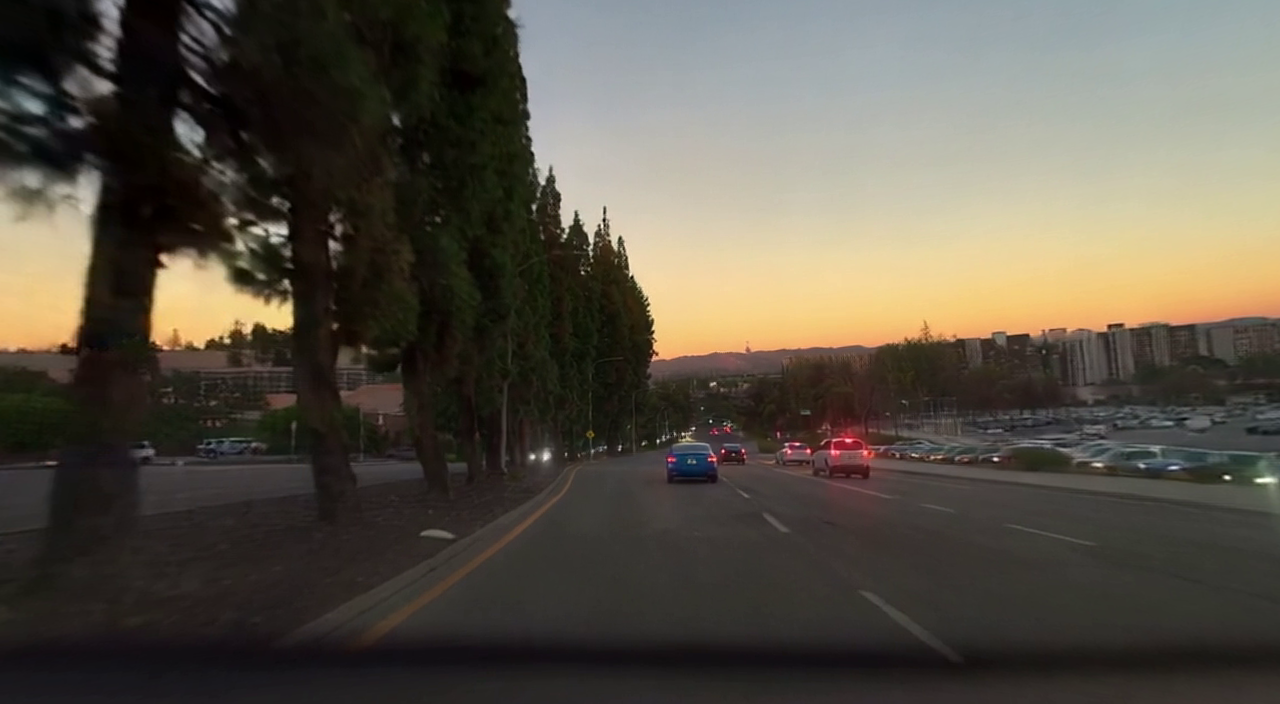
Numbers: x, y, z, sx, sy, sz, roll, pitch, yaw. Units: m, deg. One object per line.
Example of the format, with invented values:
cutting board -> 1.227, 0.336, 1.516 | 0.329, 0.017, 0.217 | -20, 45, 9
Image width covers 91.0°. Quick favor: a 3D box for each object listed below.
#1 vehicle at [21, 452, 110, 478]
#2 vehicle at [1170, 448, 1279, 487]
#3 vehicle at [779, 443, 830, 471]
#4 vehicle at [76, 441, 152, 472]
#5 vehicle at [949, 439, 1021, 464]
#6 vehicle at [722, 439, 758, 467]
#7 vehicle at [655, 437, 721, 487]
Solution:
vehicle -> -35.950, 7.045, 39.550 | 1.880, 1.535, 4.620 | 2, -9, -11
vehicle -> 23.541, 4.433, 24.442 | 1.658, 1.363, 4.223 | 2, -9, -15
vehicle -> 9.474, 6.047, 36.536 | 1.928, 1.488, 4.361 | 0, -9, 2
vehicle -> -37.495, 7.469, 45.057 | 2.208, 2.008, 5.391 | 2, -9, -18
vehicle -> 26.730, 7.676, 48.784 | 4.719, 1.851, 1.920 | 2, -9, -15
vehicle -> 6.828, 6.912, 43.348 | 1.976, 1.796, 4.159 | 0, -9, 3
vehicle -> 1.648, 3.934, 22.789 | 2.145, 1.603, 4.369 | 0, -9, 2
